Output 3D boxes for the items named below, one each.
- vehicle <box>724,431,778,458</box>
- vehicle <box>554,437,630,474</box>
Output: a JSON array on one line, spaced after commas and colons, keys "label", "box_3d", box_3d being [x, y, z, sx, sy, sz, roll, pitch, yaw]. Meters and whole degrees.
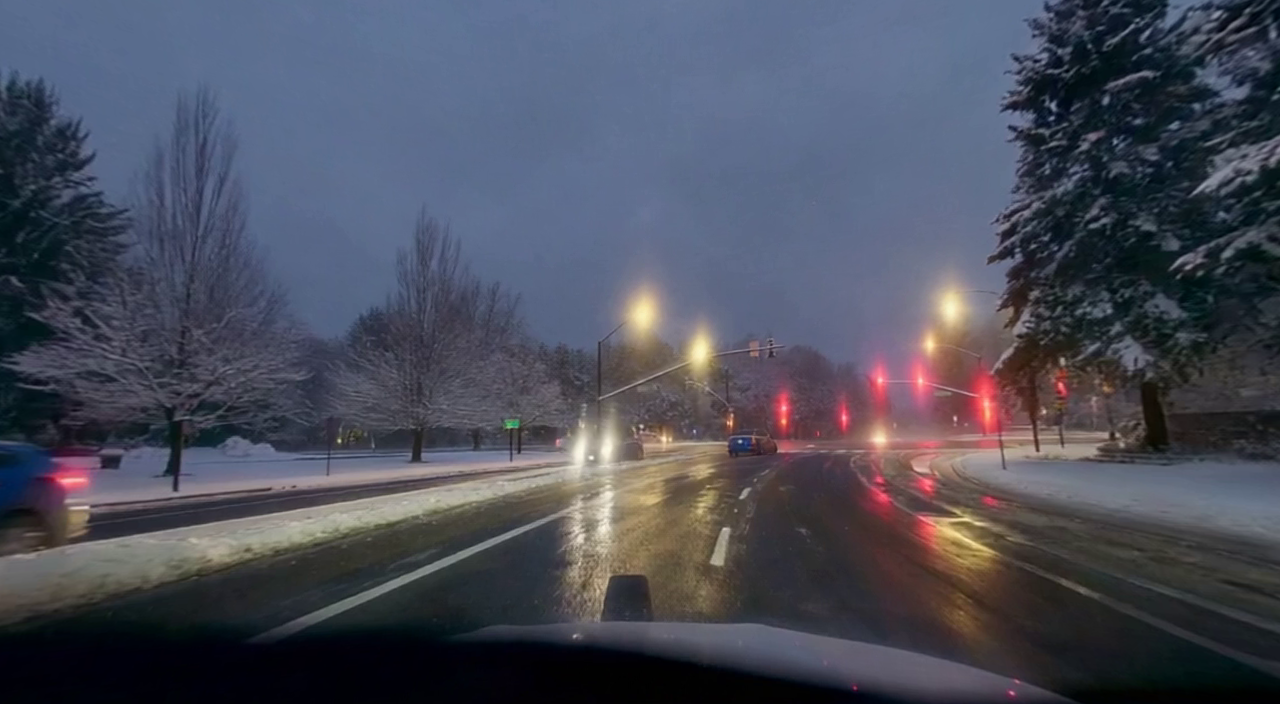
[{"label": "vehicle", "box_3d": [6.993, 5.770, 39.424, 2.055, 1.573, 4.065, -5, -9, 29]}, {"label": "vehicle", "box_3d": [-2.141, 4.811, 29.628, 1.983, 1.562, 4.652, -3, -9, 17]}]
